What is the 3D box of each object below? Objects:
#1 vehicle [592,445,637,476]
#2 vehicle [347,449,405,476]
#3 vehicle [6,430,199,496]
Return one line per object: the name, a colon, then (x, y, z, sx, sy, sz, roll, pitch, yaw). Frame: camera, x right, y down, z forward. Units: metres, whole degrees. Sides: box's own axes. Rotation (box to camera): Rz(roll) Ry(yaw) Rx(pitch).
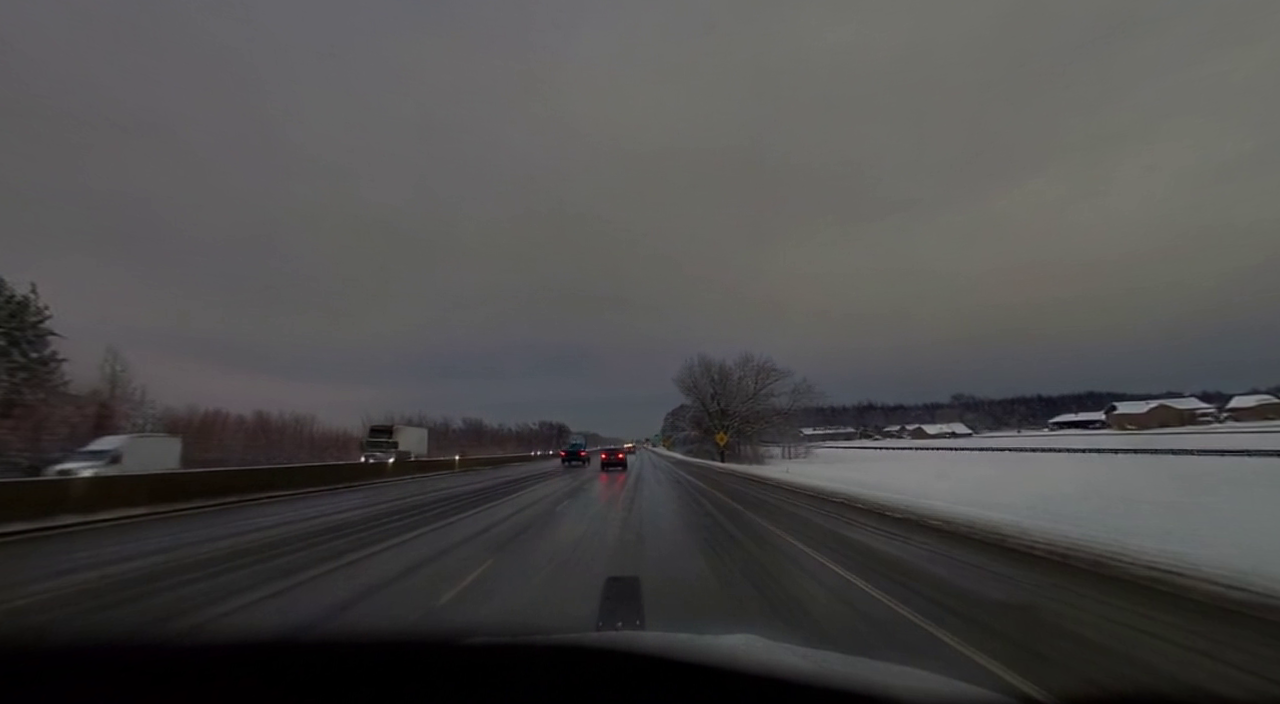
vehicle: (-1.251, 5.598, 32.853, 2.110, 1.500, 4.259, 0, -9, 1)
vehicle: (-15.484, 6.482, 37.222, 1.790, 1.444, 3.647, 0, -9, 1)
vehicle: (-18.889, 3.931, 22.654, 2.177, 2.067, 5.288, 0, -9, 0)
